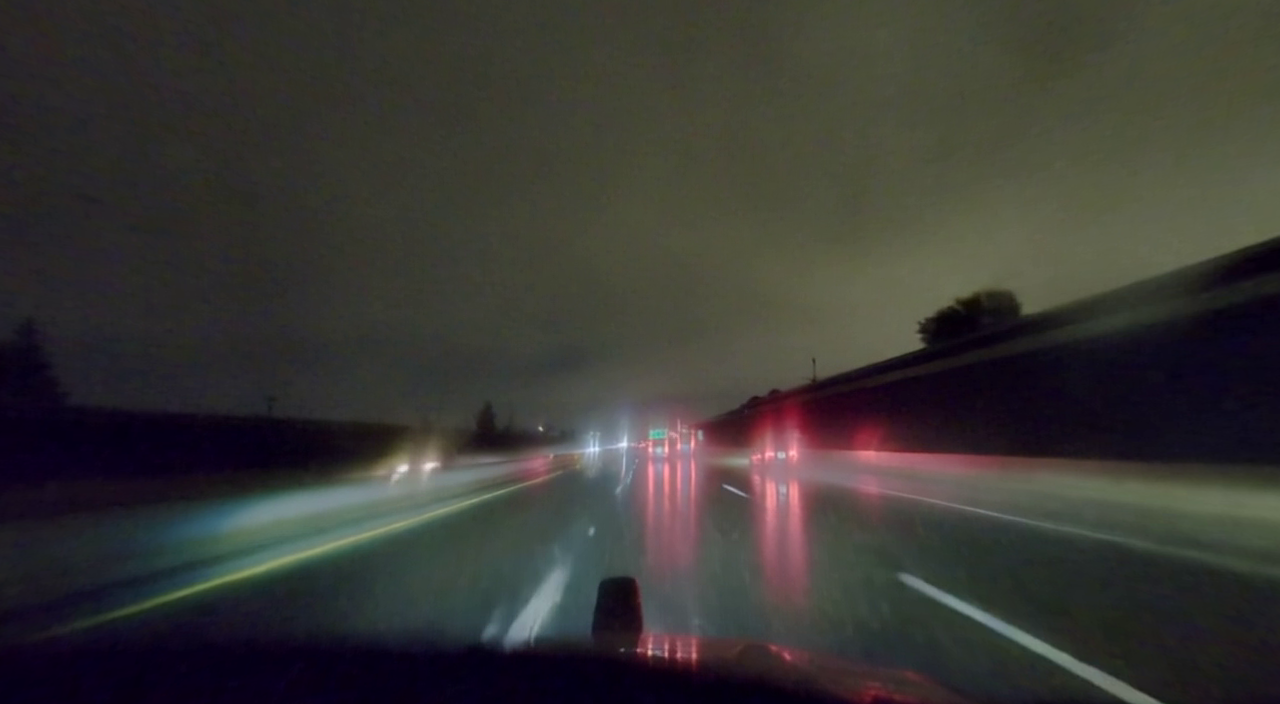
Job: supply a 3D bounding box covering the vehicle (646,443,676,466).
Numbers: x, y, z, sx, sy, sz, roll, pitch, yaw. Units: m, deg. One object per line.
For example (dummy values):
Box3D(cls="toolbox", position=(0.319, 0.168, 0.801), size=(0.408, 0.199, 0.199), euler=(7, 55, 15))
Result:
Box3D(cls="vehicle", position=(1.445, 7.359, 45.118), size=(1.970, 1.560, 4.182), euler=(0, -9, -1))
